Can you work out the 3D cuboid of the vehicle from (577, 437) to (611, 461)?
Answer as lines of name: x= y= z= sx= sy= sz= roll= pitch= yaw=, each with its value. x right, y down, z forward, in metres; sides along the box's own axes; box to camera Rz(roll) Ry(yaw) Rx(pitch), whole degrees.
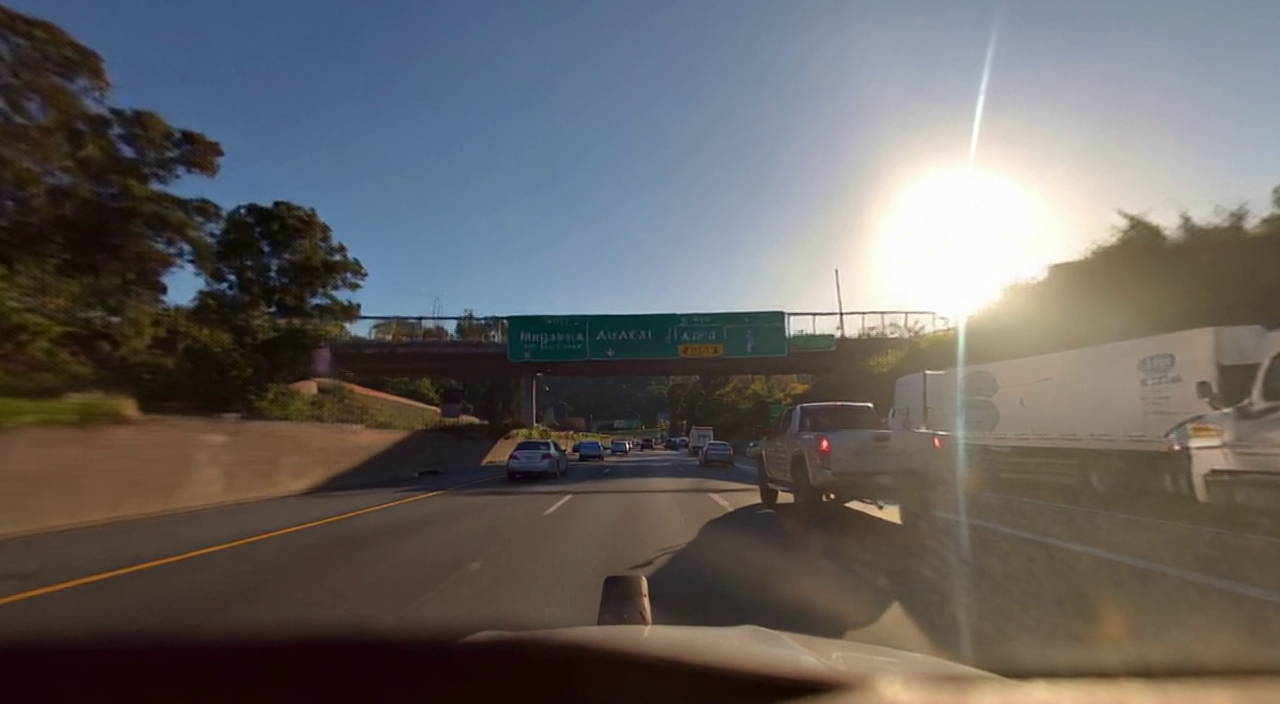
vehicle: x=-3.256 y=6.961 z=45.451 sx=2.020 sy=1.628 sz=4.248 roll=0 pitch=-8 yaw=2

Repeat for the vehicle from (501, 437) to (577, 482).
vehicle: x=-3.558 y=3.867 z=22.963 sx=1.978 sy=1.473 sz=4.073 roll=0 pitch=-8 yaw=2

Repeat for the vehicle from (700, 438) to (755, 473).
vehicle: x=3.995 y=4.816 z=29.491 sx=1.953 sy=1.480 sz=4.053 roll=0 pitch=-8 yaw=-1

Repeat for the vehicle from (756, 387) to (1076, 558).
vehicle: x=3.646 y=1.777 z=9.997 sx=2.517 sy=1.935 sz=5.552 roll=0 pitch=-9 yaw=0
